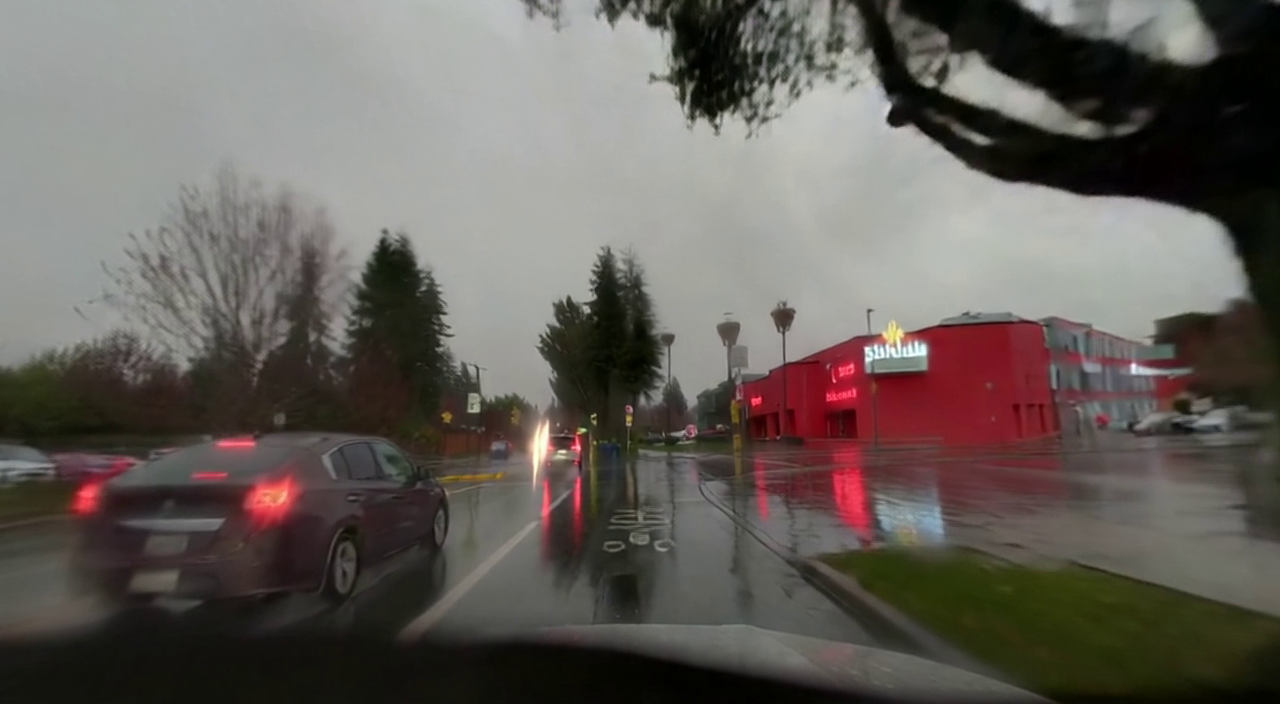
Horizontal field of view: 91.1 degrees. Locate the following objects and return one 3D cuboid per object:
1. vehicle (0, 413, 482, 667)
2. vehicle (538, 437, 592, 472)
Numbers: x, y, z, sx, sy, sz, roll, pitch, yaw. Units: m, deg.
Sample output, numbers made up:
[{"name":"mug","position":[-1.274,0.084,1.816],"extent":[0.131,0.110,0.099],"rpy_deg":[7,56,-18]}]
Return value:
[{"name":"vehicle","position":[-3.023,1.412,5.956],"extent":[1.853,1.478,4.381],"rpy_deg":[0,-8,1]},{"name":"vehicle","position":[-3.229,4.481,27.840],"extent":[1.962,1.424,4.289],"rpy_deg":[0,-8,-1]}]
